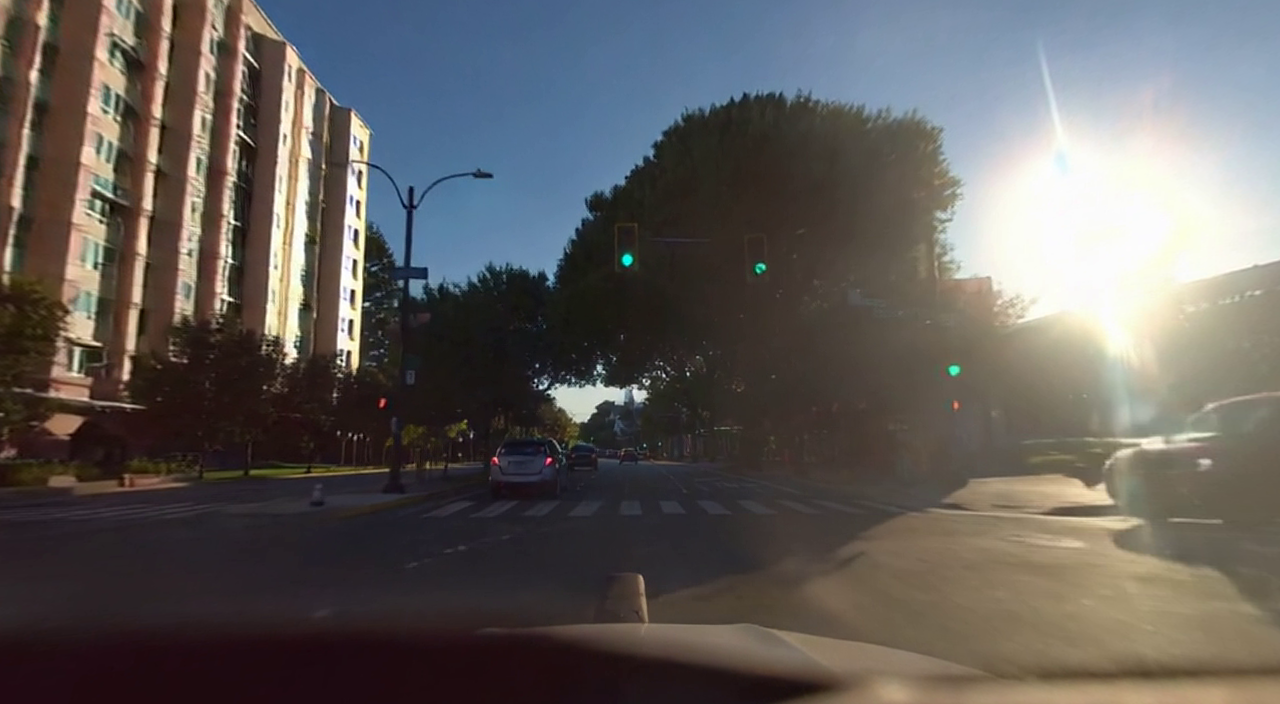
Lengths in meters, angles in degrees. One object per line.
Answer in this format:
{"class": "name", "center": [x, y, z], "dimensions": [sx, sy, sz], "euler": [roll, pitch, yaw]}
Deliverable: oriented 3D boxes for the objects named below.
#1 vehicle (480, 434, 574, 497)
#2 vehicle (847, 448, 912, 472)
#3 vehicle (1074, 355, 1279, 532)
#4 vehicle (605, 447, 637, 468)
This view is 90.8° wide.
{"class": "vehicle", "center": [-3.372, 3.494, 19.783], "dimensions": [2.116, 1.725, 4.315], "euler": [0, -9, 0]}
{"class": "vehicle", "center": [16.807, 7.592, 44.393], "dimensions": [3.757, 1.383, 1.817], "euler": [-2, -6, -3]}
{"class": "vehicle", "center": [11.929, 1.480, 11.283], "dimensions": [6.233, 2.668, 2.627], "euler": [-3, -9, -3]}
{"class": "vehicle", "center": [-1.404, 7.610, 45.590], "dimensions": [2.095, 1.438, 3.843], "euler": [1, -9, -5]}
